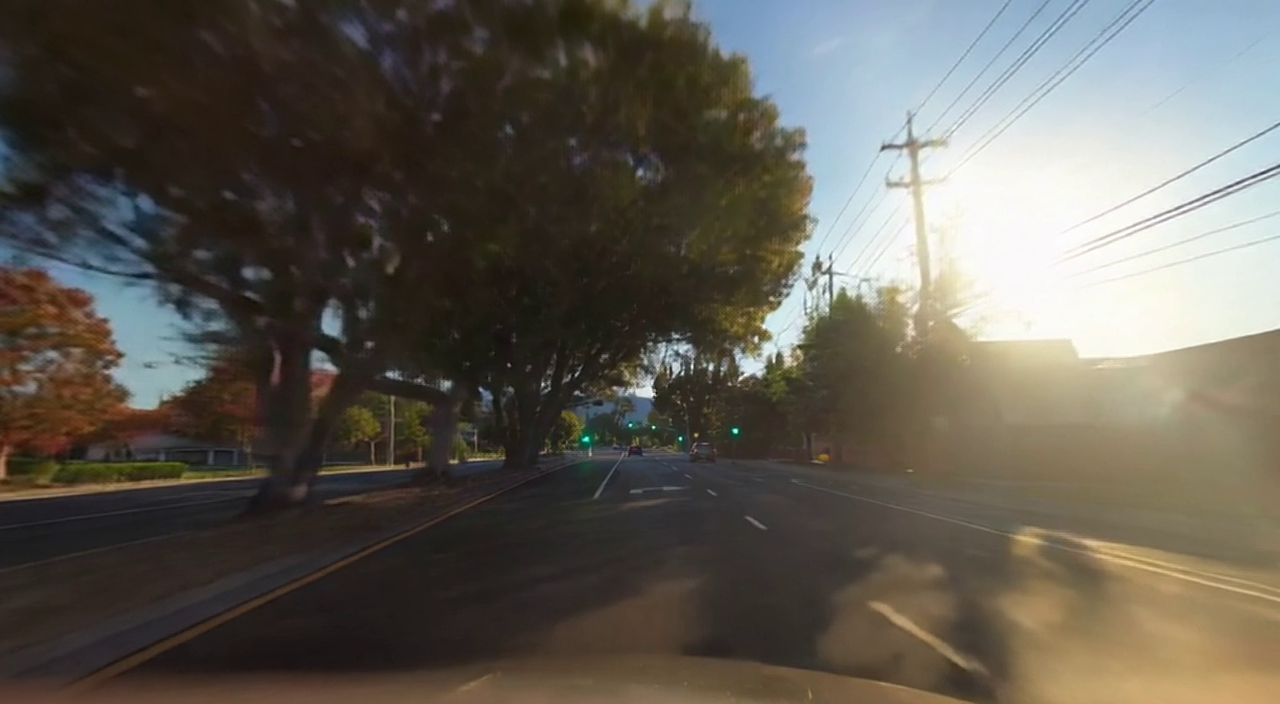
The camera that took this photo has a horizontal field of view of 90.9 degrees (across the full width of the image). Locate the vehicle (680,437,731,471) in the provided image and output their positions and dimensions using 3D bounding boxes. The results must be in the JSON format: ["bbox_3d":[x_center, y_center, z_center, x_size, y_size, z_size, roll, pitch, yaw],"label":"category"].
[{"bbox_3d":[3.574,5.644,35.098,2.240,1.781,4.433,0,-8,-1],"label":"vehicle"}]
